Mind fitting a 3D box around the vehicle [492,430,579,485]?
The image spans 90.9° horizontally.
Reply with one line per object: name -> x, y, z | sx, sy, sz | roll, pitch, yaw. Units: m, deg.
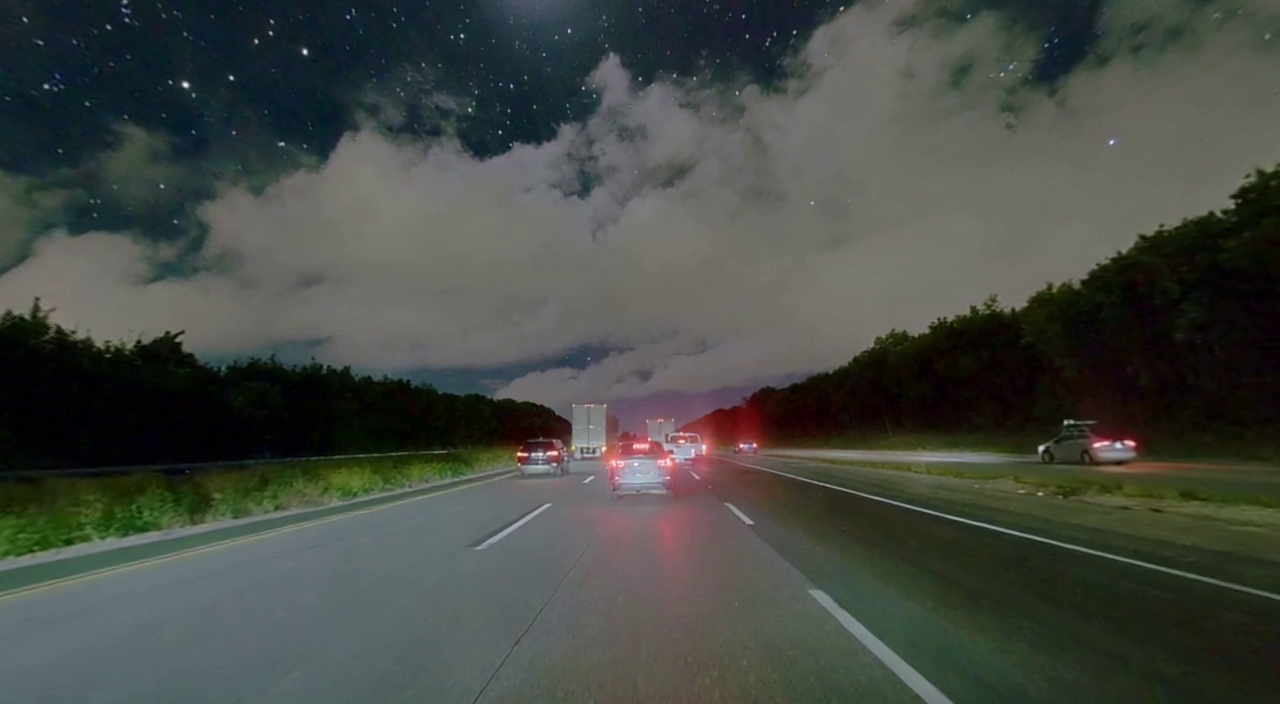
vehicle -> -3.525, 3.683, 22.130 | 2.177, 1.699, 4.431 | 0, -9, 2

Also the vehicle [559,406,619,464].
vehicle -> -3.231, 5.923, 43.927 | 2.999, 3.435, 12.740 | 0, -9, 1

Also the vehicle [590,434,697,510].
vehicle -> 0.065, 2.620, 14.153 | 2.057, 1.449, 3.931 | 0, -9, 0
